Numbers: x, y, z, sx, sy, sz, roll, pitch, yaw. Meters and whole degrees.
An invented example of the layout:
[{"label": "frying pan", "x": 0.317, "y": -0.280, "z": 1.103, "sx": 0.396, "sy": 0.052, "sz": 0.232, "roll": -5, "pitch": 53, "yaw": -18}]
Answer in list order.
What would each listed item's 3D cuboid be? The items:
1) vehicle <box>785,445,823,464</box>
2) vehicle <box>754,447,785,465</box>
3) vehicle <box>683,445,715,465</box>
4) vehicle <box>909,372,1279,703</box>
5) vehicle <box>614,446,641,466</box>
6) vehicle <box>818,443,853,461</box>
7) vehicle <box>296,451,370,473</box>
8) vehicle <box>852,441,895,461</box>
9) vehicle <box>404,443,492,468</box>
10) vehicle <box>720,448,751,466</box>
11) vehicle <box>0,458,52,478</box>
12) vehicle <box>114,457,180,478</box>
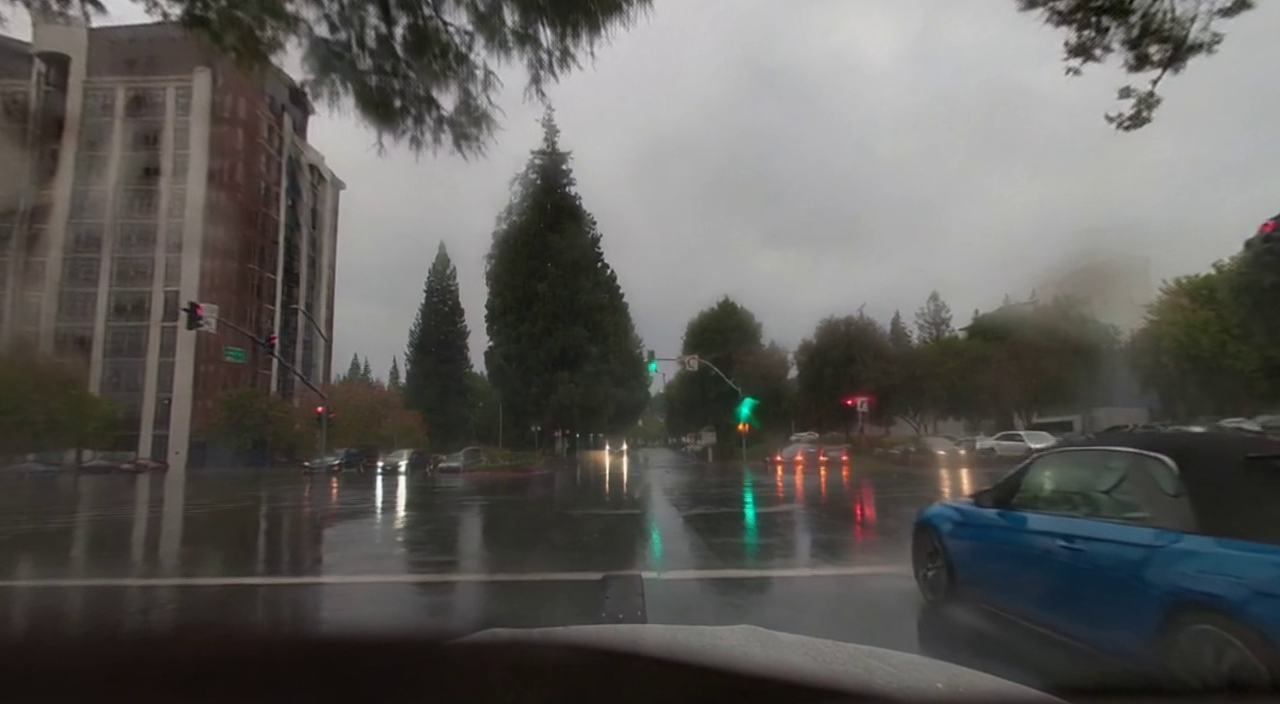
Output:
[{"label": "vehicle", "x": 12.748, "y": 7.982, "z": 49.268, "sx": 2.006, "sy": 1.371, "sz": 3.426, "roll": 0, "pitch": -9, "yaw": 0}, {"label": "vehicle", "x": 10.044, "y": 8.067, "z": 49.181, "sx": 1.692, "sy": 1.343, "sz": 3.352, "roll": 0, "pitch": -9, "yaw": -1}, {"label": "vehicle", "x": 4.507, "y": 7.978, "z": 49.144, "sx": 1.983, "sy": 1.453, "sz": 4.180, "roll": 0, "pitch": -9, "yaw": -1}, {"label": "vehicle", "x": 3.324, "y": 1.000, "z": 3.326, "sx": 1.903, "sy": 1.529, "sz": 4.254, "roll": 0, "pitch": -9, "yaw": 0}, {"label": "vehicle", "x": -1.000, "y": 8.113, "z": 49.384, "sx": 2.024, "sy": 1.489, "sz": 4.613, "roll": 0, "pitch": -9, "yaw": -1}, {"label": "vehicle", "x": 15.223, "y": 7.823, "z": 49.380, "sx": 1.704, "sy": 1.365, "sz": 3.315, "roll": 0, "pitch": -9, "yaw": 1}, {"label": "vehicle", "x": -21.670, "y": 7.792, "z": 44.713, "sx": 4.207, "sy": 1.508, "sz": 1.875, "roll": 0, "pitch": -9, "yaw": 2}, {"label": "vehicle", "x": 18.076, "y": 7.686, "z": 48.955, "sx": 1.970, "sy": 1.449, "sz": 3.604, "roll": 0, "pitch": -9, "yaw": 1}, {"label": "vehicle", "x": -14.675, "y": 7.916, "z": 48.441, "sx": 6.021, "sy": 1.868, "sz": 2.172, "roll": 0, "pitch": -9, "yaw": 1}, {"label": "vehicle", "x": 7.443, "y": 8.185, "z": 49.472, "sx": 1.889, "sy": 1.358, "sz": 3.751, "roll": 0, "pitch": -9, "yaw": 0}, {"label": "vehicle", "x": -46.217, "y": 8.613, "z": 47.066, "sx": 1.627, "sy": 1.392, "sz": 3.330, "roll": 0, "pitch": -9, "yaw": -1}, {"label": "vehicle", "x": -36.307, "y": 8.494, "z": 46.617, "sx": 1.709, "sy": 1.410, "sz": 3.945, "roll": 0, "pitch": -9, "yaw": -1}]
